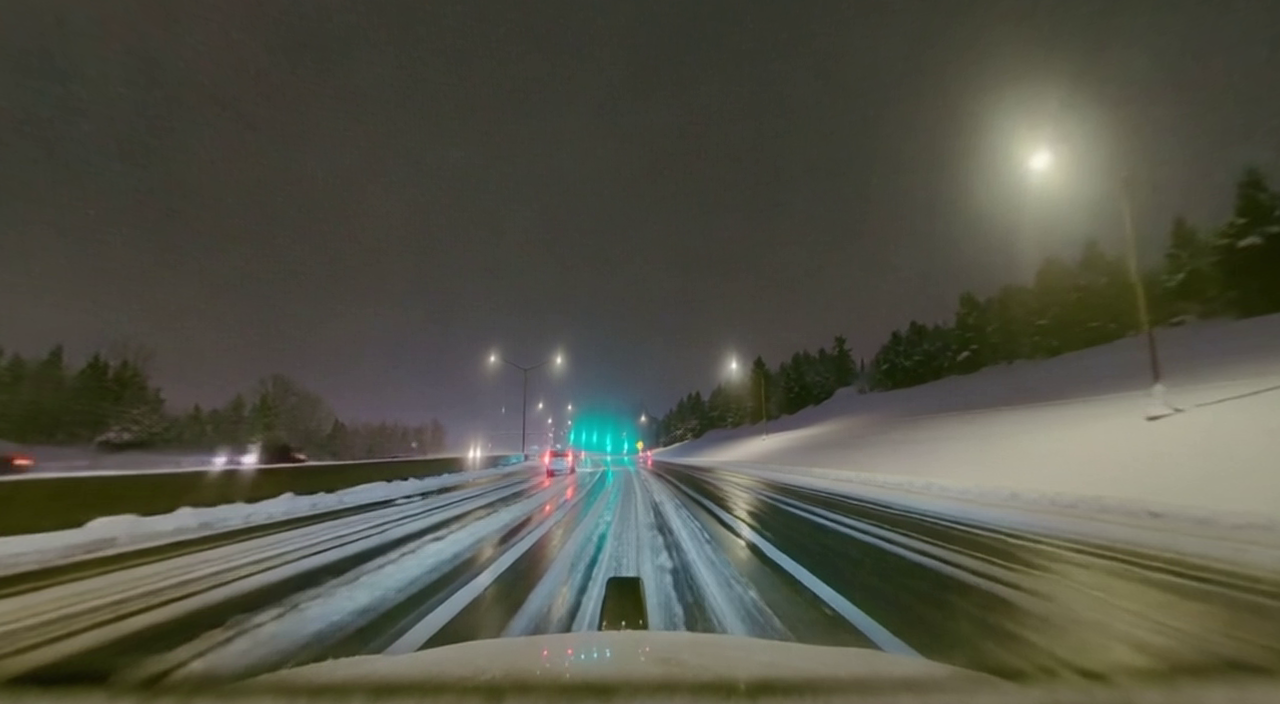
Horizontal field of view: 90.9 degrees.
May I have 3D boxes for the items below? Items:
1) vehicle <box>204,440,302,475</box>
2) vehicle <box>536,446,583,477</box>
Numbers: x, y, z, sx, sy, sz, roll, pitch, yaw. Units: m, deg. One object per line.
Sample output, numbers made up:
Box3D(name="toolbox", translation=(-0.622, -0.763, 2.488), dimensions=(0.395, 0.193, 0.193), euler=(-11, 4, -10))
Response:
Box3D(name="vehicle", translation=(-18.554, 5.073, 30.511), dimensions=(1.977, 1.538, 4.458), euler=(0, -9, -1))
Box3D(name="vehicle", translation=(-4.145, 5.721, 33.142), dimensions=(2.014, 1.481, 4.156), euler=(0, -8, -2))
